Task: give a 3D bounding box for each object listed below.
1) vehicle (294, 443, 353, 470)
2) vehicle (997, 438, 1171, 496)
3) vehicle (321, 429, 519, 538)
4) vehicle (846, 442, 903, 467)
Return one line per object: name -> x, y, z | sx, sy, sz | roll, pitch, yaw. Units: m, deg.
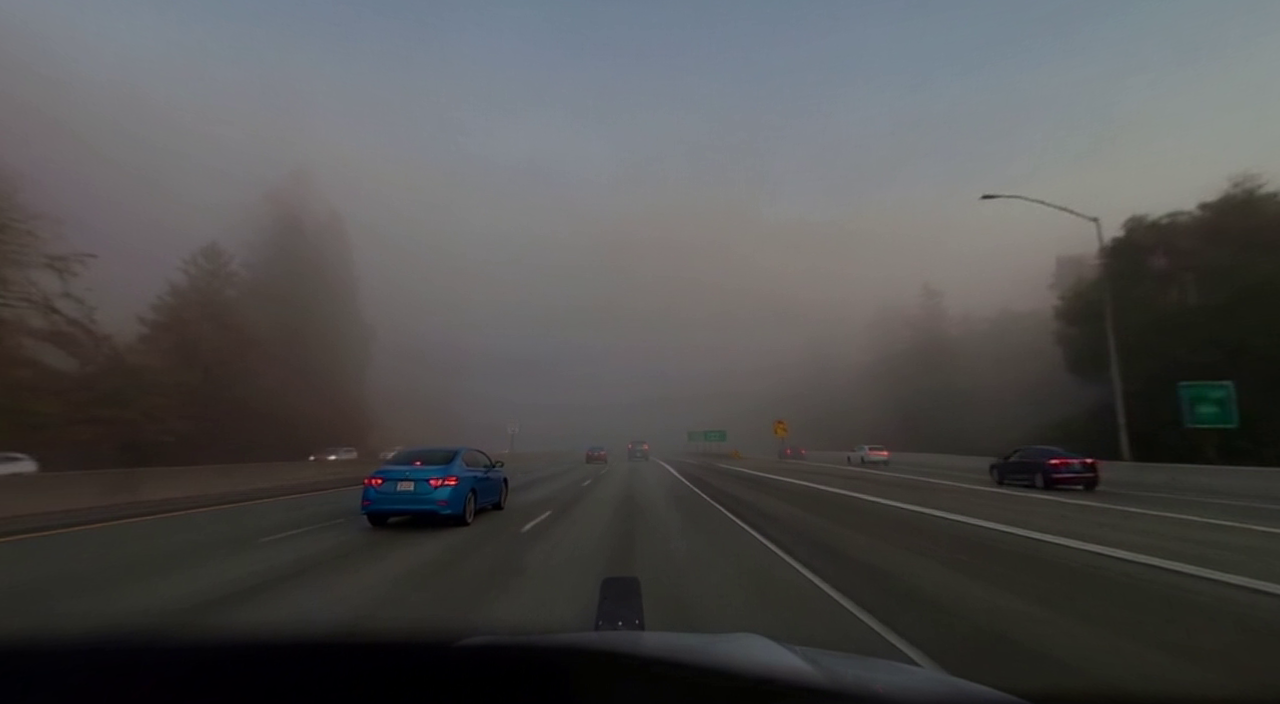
vehicle -> -24.871, 8.221, 49.922 | 1.976, 2.014, 5.184 | 0, -9, 0
vehicle -> 13.156, 3.419, 19.233 | 1.940, 1.496, 4.992 | -1, -9, 4
vehicle -> -3.598, 2.229, 11.296 | 2.020, 1.554, 4.137 | 0, -9, 0
vehicle -> 14.540, 6.380, 39.466 | 1.873, 1.463, 4.937 | 0, -9, 2
